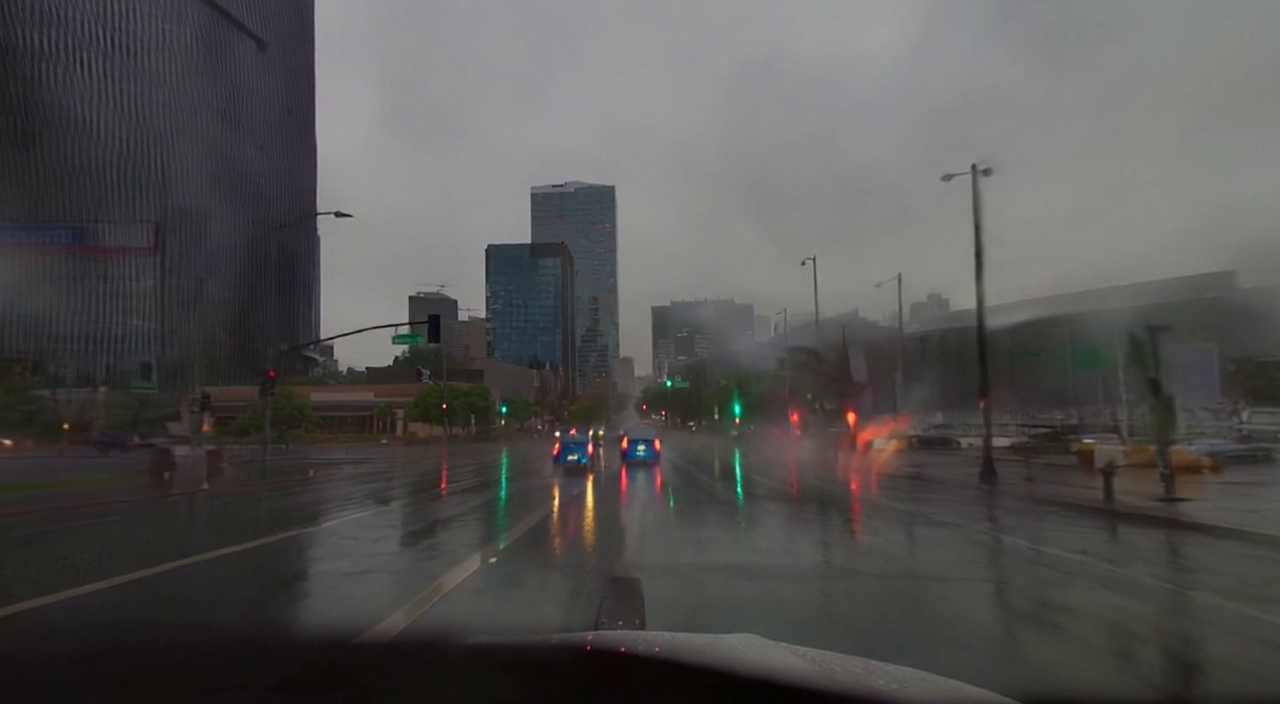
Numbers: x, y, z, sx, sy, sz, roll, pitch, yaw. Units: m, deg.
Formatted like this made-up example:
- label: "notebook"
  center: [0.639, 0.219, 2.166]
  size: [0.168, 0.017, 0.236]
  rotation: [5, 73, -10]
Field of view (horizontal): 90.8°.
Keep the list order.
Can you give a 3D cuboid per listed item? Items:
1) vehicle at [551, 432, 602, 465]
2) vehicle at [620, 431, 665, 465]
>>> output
- label: "vehicle"
  center: [-3.066, 4.747, 31.329]
  size: [1.995, 1.479, 4.627]
  rotation: [0, -8, 1]
- label: "vehicle"
  center: [0.128, 4.563, 30.244]
  size: [2.016, 1.478, 3.795]
  rotation: [0, -8, 0]
